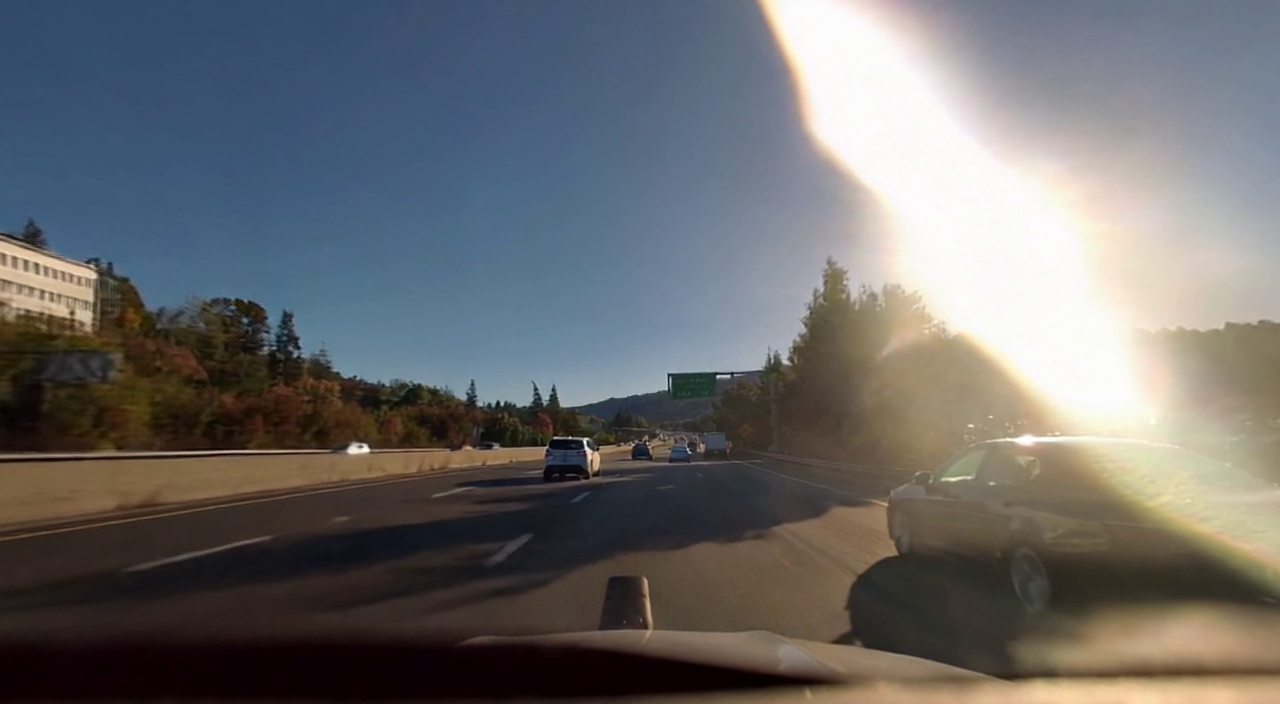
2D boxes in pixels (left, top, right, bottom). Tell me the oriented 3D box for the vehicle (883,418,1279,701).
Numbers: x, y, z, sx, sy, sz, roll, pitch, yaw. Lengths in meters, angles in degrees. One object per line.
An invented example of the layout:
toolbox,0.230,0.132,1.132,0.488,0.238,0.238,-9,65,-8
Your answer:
vehicle,4.151,1.453,5.675,2.131,1.497,4.456,0,-9,0

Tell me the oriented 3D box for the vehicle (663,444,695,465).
vehicle,2.814,7.224,44.603,2.158,1.458,3.656,-1,-9,5

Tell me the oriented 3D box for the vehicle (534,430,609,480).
vehicle,-2.634,4.147,25.556,2.185,1.823,4.854,0,-9,4
